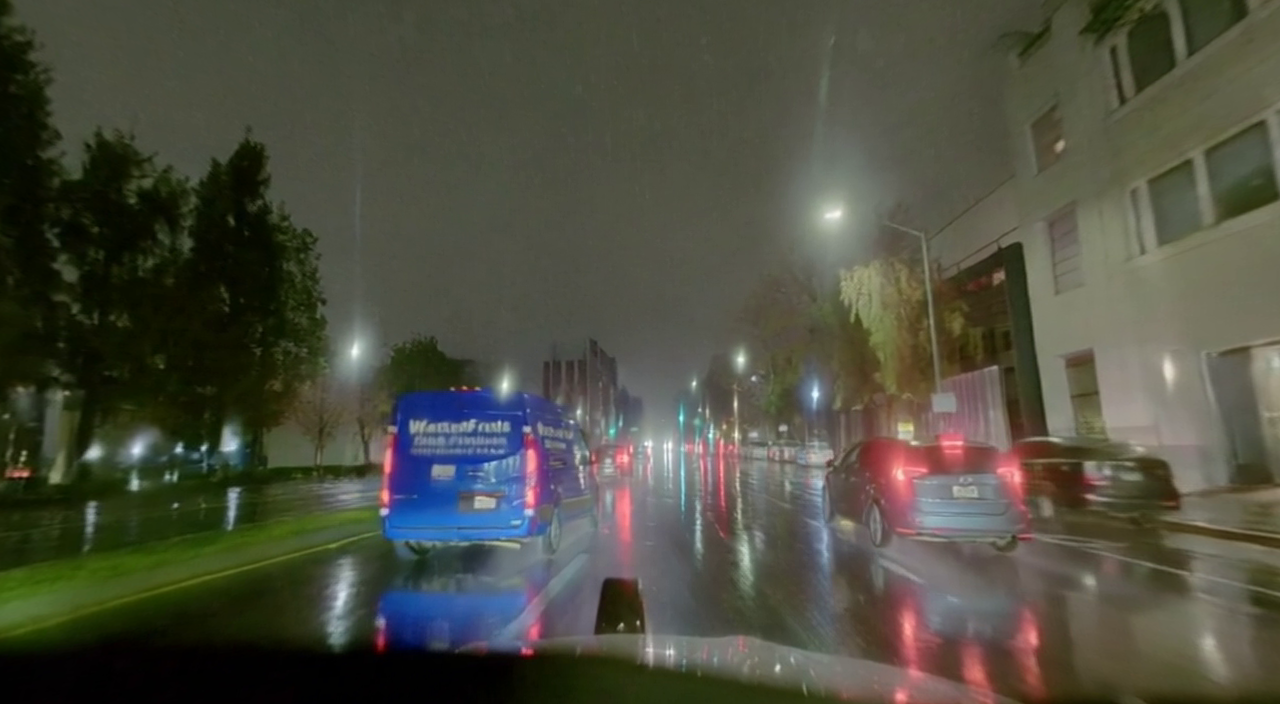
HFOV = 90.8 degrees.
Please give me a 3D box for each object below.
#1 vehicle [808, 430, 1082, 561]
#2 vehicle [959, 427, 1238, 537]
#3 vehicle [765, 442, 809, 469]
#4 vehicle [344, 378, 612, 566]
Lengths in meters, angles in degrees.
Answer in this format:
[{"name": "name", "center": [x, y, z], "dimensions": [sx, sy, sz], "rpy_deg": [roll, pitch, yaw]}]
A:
[{"name": "vehicle", "center": [4.124, 2.003, 9.622], "dimensions": [2.021, 1.491, 4.563], "rpy_deg": [-1, -9, 2]}, {"name": "vehicle", "center": [7.930, 2.266, 11.577], "dimensions": [1.983, 1.618, 4.108], "rpy_deg": [0, -9, 0]}, {"name": "vehicle", "center": [10.010, 7.068, 43.427], "dimensions": [2.017, 1.745, 4.670], "rpy_deg": [-1, -9, 2]}, {"name": "vehicle", "center": [-2.009, 1.802, 10.170], "dimensions": [2.490, 2.153, 5.594], "rpy_deg": [-1, -9, 4]}]
